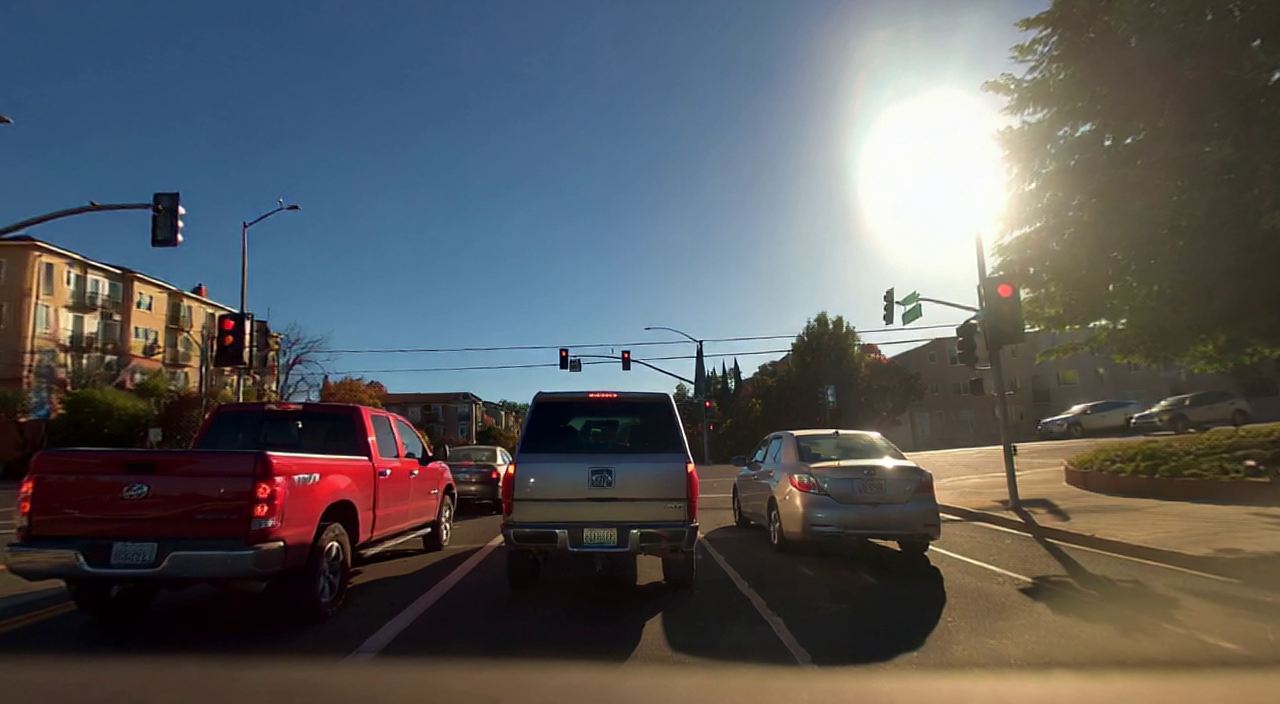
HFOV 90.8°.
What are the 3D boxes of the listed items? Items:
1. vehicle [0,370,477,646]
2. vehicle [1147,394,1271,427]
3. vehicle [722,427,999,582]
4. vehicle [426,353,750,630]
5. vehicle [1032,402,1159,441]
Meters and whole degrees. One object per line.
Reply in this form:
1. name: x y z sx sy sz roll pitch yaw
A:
1. vehicle: -3.458 1.414 6.850 2.146 1.828 5.148 0 -9 -2
2. vehicle: 29.340 3.043 32.662 4.540 1.543 1.803 0 -9 1
3. vehicle: 2.421 1.803 8.332 2.016 1.481 4.336 0 -9 -1
4. vehicle: -0.389 1.309 6.771 2.282 1.964 4.421 0 -9 -1
5. vehicle: 23.302 3.592 32.472 4.721 1.866 2.188 0 -9 2
